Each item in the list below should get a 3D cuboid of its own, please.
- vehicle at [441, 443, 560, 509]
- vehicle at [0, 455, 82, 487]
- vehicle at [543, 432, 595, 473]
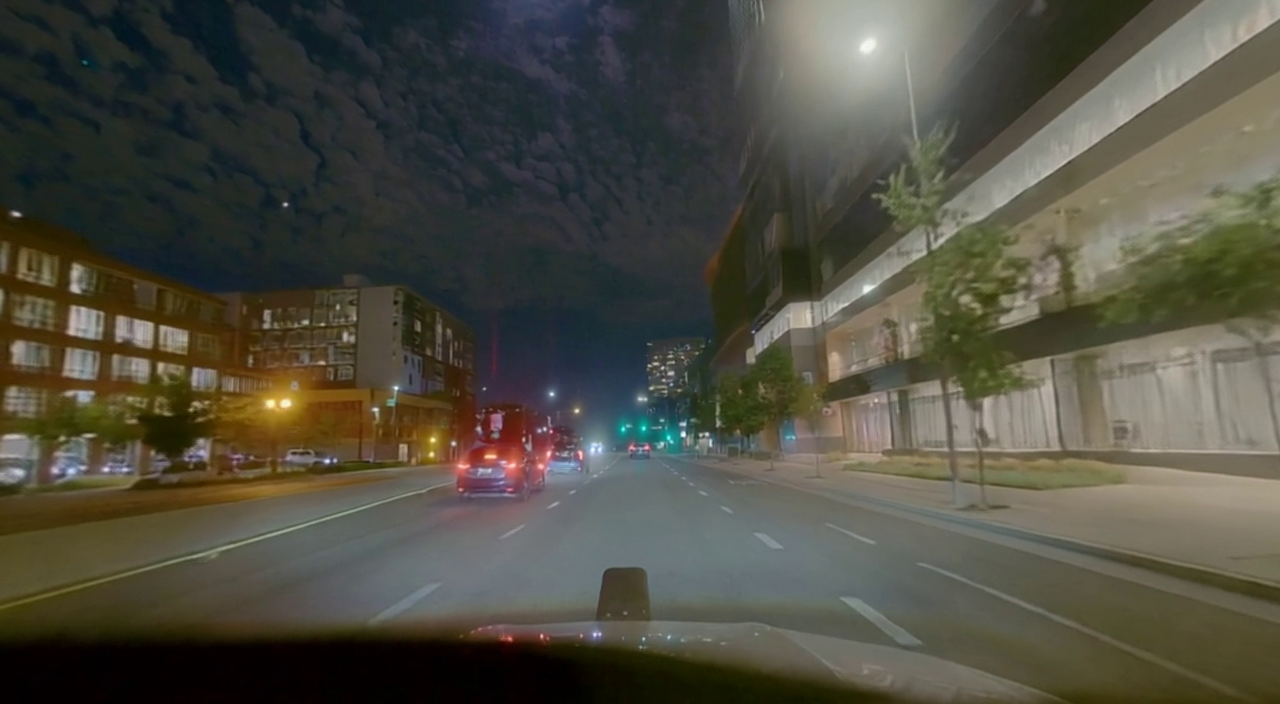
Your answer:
[{"bbox_3d":[-3.269,3.010,15.735,1.959,1.406,4.272,0,-9,1],"label":"vehicle"},{"bbox_3d":[-37.284,7.236,38.397,4.402,1.868,2.071,1,-9,-4],"label":"vehicle"},{"bbox_3d":[-3.667,5.300,33.225,2.152,1.987,4.527,0,-9,1],"label":"vehicle"}]
